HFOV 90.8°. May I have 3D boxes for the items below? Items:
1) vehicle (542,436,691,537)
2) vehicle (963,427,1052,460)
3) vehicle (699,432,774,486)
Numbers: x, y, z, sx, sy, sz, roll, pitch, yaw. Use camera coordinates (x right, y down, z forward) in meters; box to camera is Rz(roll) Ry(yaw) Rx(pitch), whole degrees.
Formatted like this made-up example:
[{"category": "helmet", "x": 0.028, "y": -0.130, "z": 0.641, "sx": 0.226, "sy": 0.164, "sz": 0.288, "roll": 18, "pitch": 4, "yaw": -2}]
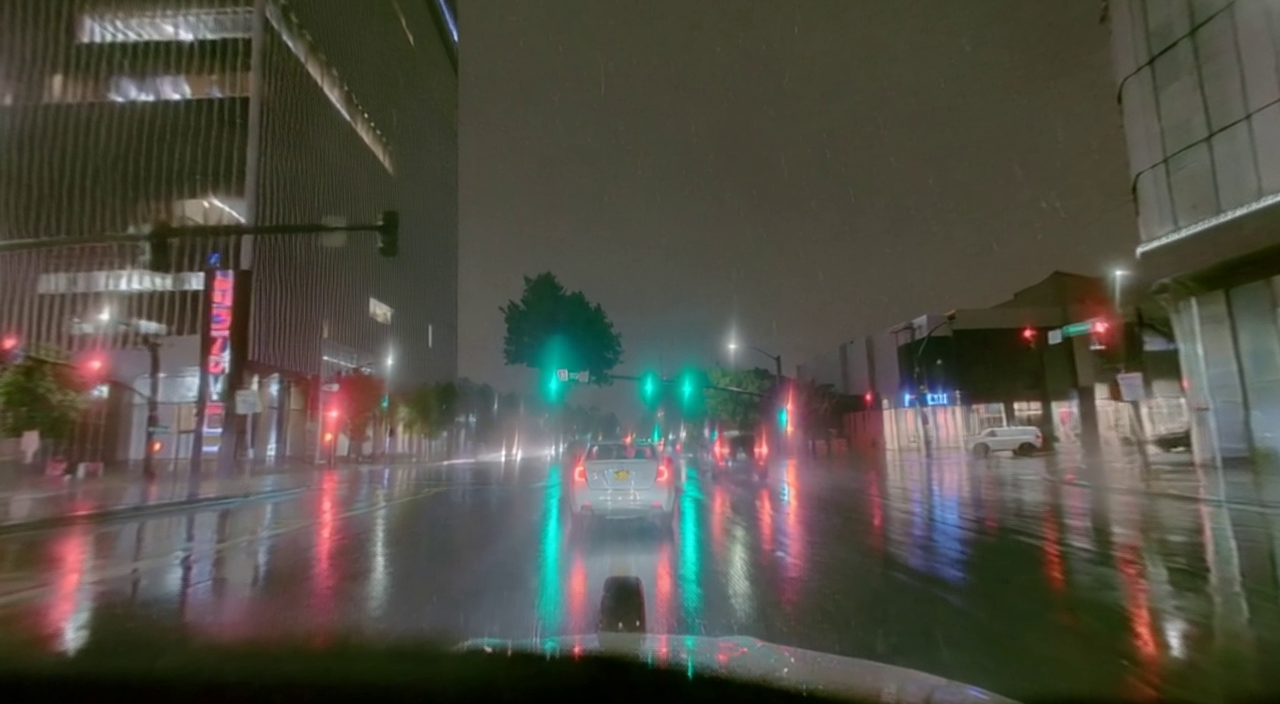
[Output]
[{"category": "vehicle", "x": -0.375, "y": 2.208, "z": 11.147, "sx": 2.144, "sy": 1.398, "sz": 3.963, "roll": 1, "pitch": -7, "yaw": -1}, {"category": "vehicle", "x": 24.149, "y": 6.065, "z": 41.634, "sx": 4.384, "sy": 2.000, "sz": 2.345, "roll": 1, "pitch": -11, "yaw": -4}, {"category": "vehicle", "x": 3.425, "y": 3.860, "z": 23.310, "sx": 2.078, "sy": 1.799, "sz": 4.089, "roll": 1, "pitch": -7, "yaw": -1}]
